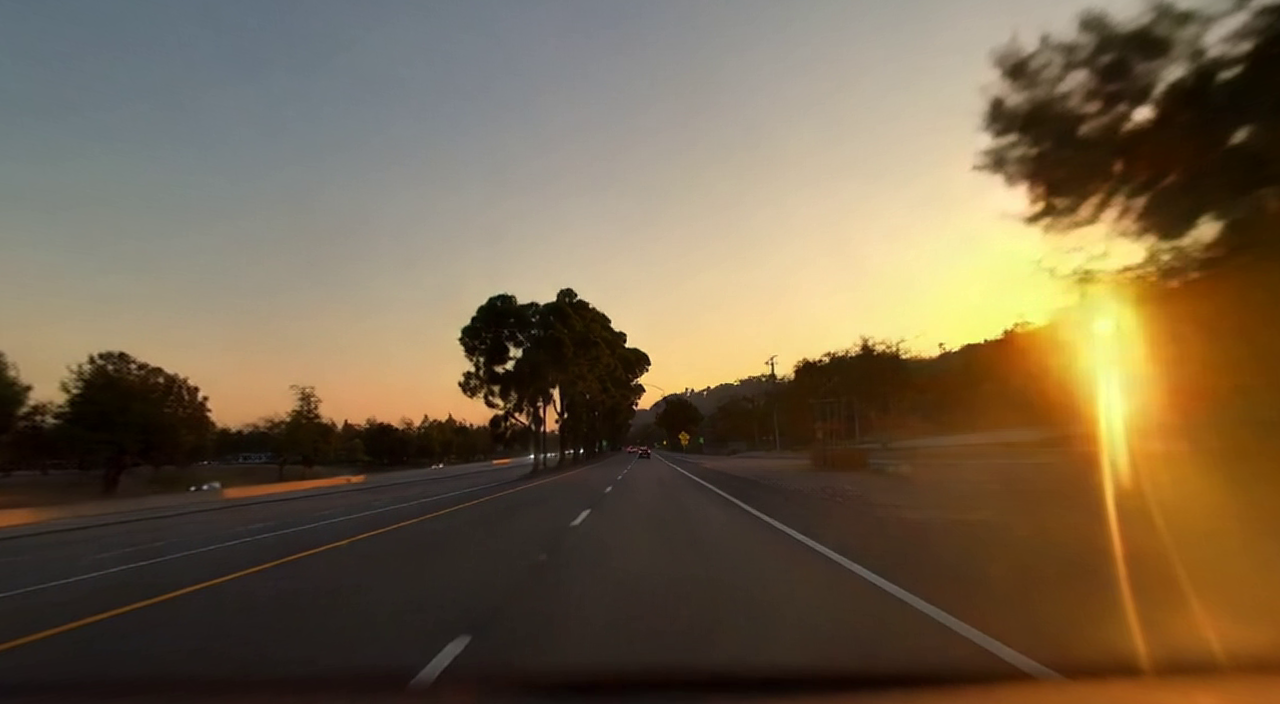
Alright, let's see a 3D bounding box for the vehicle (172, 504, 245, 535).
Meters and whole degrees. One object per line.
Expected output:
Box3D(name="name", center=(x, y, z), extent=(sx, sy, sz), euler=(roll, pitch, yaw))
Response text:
Box3D(name="vehicle", center=(-30.136, 11.703, 44.143), extent=(1.775, 1.530, 4.579), euler=(-1, -9, 2))
